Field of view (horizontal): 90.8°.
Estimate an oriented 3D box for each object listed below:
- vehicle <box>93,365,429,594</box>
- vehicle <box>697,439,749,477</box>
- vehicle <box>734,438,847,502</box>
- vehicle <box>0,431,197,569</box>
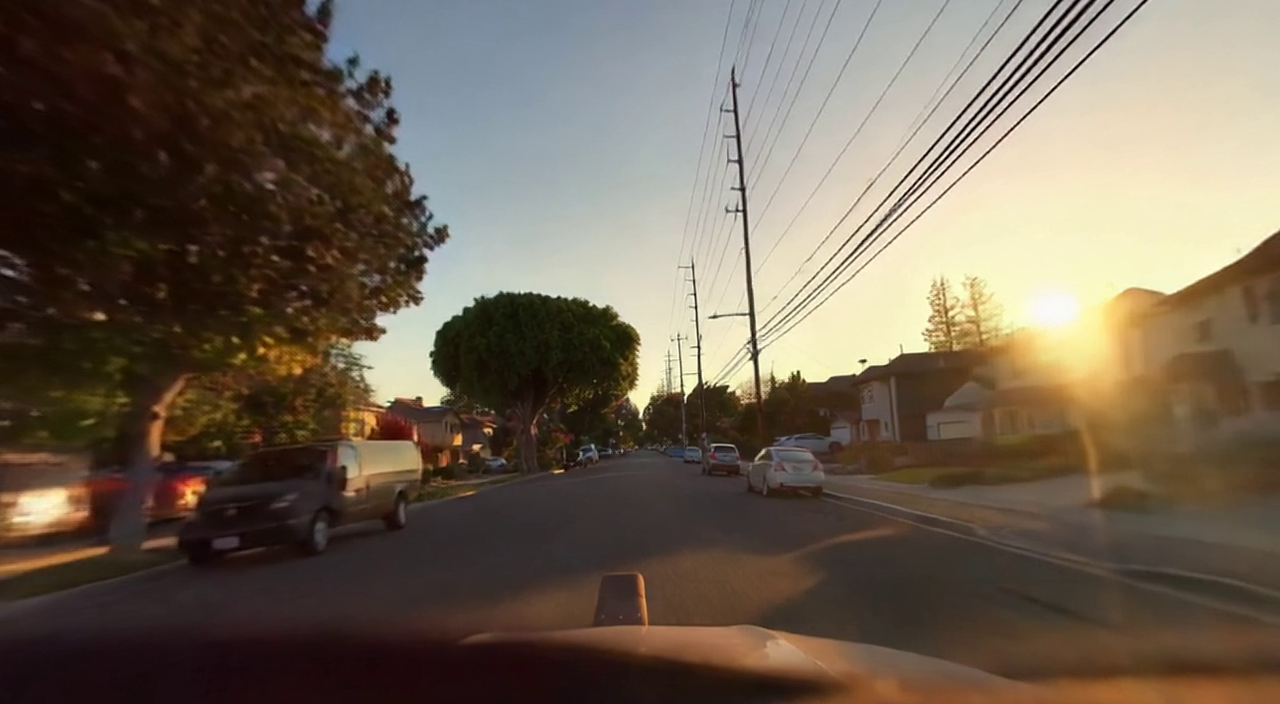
[{"bbox_3d":[-6.032,2.120,11.438,2.313,2.875,6.057,-4,-9,0],"label":"vehicle"},{"bbox_3d":[4.135,5.387,32.182,2.105,1.755,4.749,0,-9,1],"label":"vehicle"},{"bbox_3d":[4.086,3.297,18.057,2.016,1.544,4.645,0,-9,-1],"label":"vehicle"},{"bbox_3d":[-11.778,2.638,11.041,6.187,1.991,2.728,-5,-9,3],"label":"vehicle"}]
